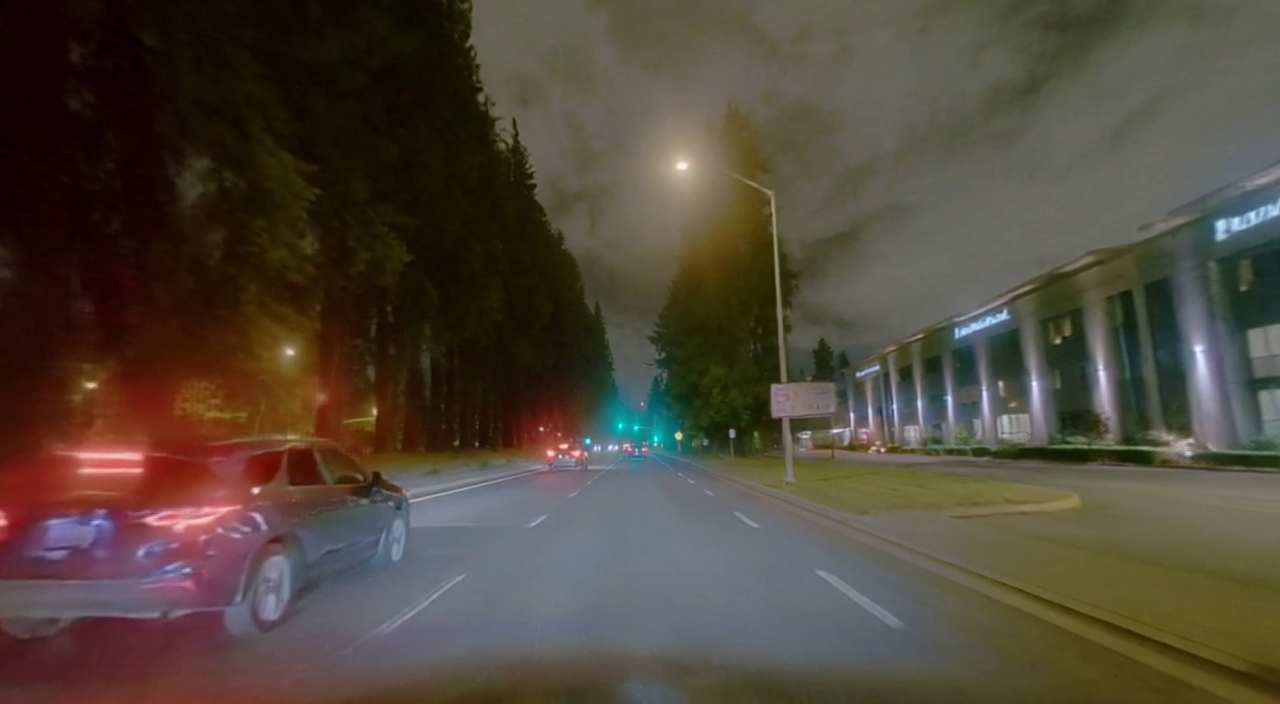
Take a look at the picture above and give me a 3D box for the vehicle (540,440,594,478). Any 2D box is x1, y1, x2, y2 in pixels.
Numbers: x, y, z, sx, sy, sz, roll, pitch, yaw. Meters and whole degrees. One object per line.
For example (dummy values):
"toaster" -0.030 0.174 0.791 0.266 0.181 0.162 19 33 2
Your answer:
"vehicle" -3.317 4.928 29.327 1.942 1.588 4.172 0 -9 1

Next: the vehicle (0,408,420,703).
"vehicle" -3.464 1.320 4.999 1.862 1.478 4.369 0 -9 0
